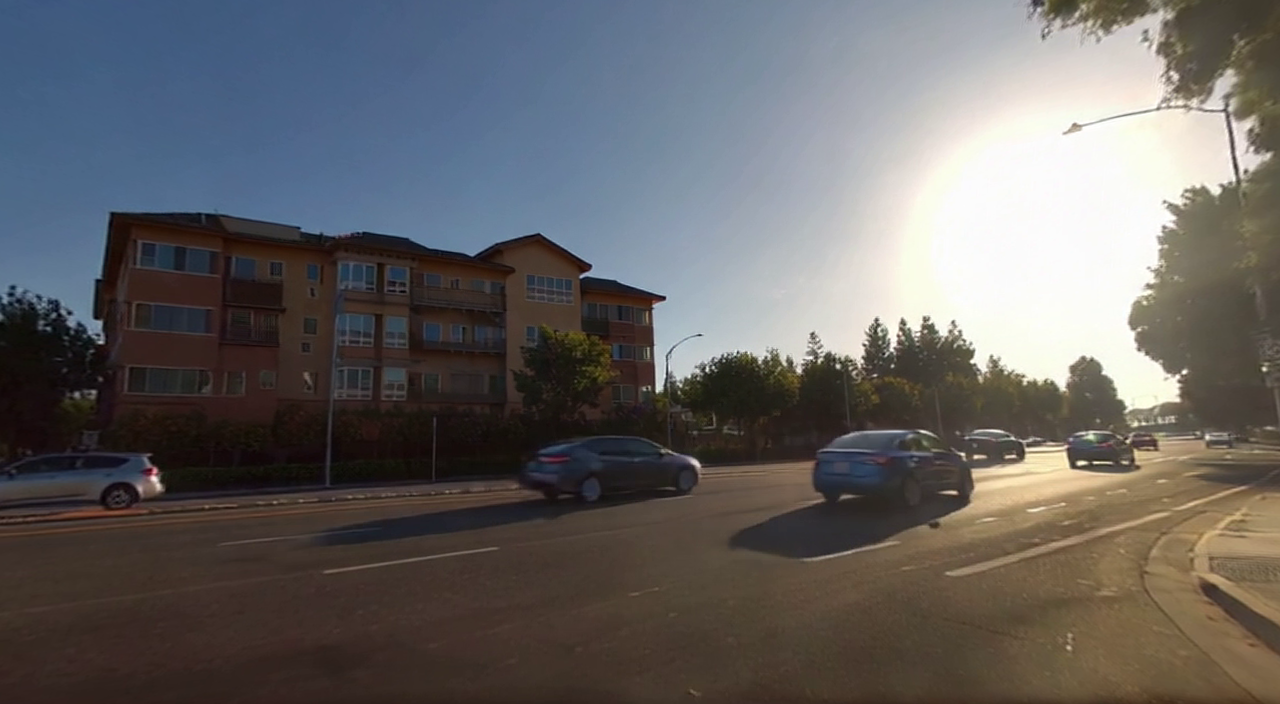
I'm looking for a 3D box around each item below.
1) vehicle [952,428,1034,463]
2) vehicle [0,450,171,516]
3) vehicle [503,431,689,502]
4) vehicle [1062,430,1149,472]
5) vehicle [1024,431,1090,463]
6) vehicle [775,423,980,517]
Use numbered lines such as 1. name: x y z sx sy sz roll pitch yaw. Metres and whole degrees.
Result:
1. vehicle: 20.793 5.477 36.991 5.994 1.898 2.264 7 -11 -41
2. vehicle: -14.096 3.093 15.125 4.289 1.415 1.774 8 -13 -43
3. vehicle: -1.066 3.035 17.185 4.846 1.662 1.989 7 -11 -42
4. vehicle: 20.049 4.238 27.110 4.438 1.625 2.033 7 -11 -42
5. vehicle: 23.083 5.232 34.823 4.734 1.633 1.829 7 -11 -42
6. vehicle: 5.299 2.467 13.756 4.783 1.652 2.199 8 -11 -42
